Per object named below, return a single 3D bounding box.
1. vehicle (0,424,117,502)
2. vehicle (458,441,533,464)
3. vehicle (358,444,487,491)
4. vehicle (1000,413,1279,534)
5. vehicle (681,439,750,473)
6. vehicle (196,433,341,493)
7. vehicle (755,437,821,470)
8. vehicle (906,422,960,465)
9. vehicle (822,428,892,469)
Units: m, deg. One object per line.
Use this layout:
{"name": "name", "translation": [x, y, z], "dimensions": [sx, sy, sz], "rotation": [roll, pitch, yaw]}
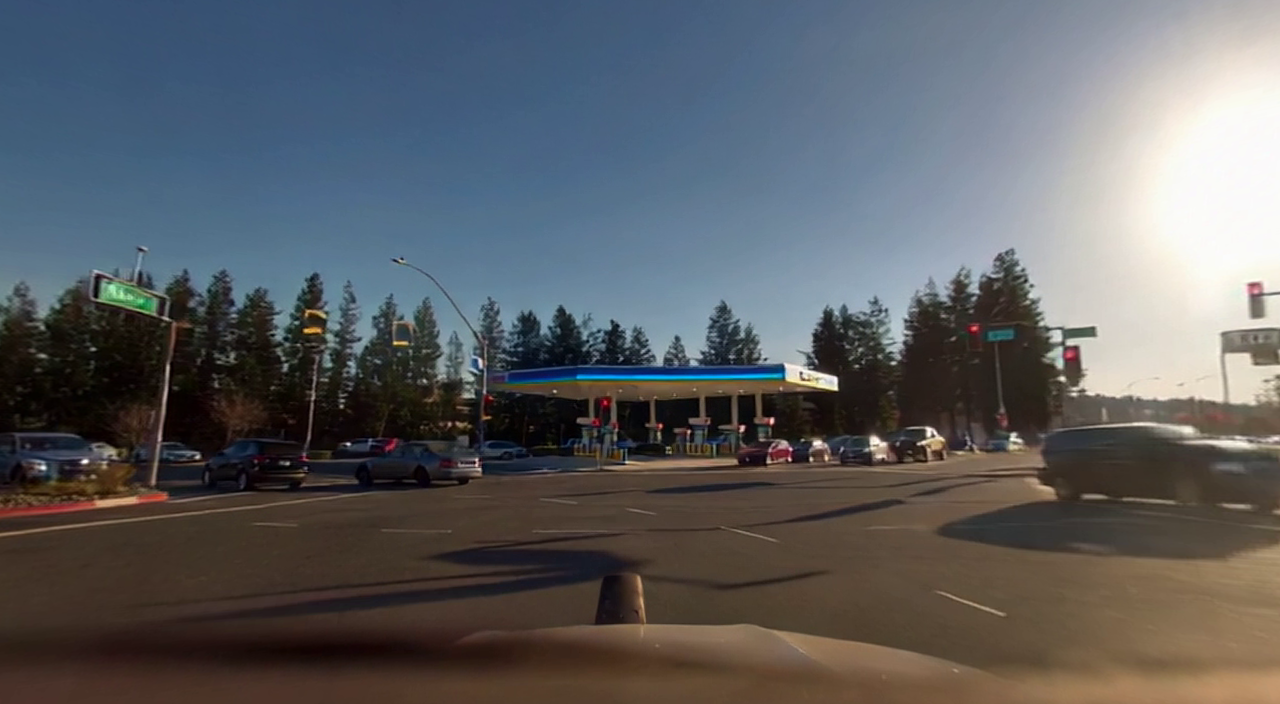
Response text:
{"name": "vehicle", "translation": [-17.234, 3.107, 17.717], "dimensions": [4.658, 1.911, 2.162], "rotation": [-6, -10, 27]}
{"name": "vehicle", "translation": [-10.671, 7.431, 46.899], "dimensions": [5.020, 1.660, 1.819], "rotation": [6, -10, -34]}
{"name": "vehicle", "translation": [-7.591, 3.938, 21.911], "dimensions": [4.581, 1.460, 1.965], "rotation": [-6, -11, 37]}
{"name": "vehicle", "translation": [8.577, 1.998, 10.961], "dimensions": [2.126, 1.626, 4.585], "rotation": [0, -8, 3]}
{"name": "vehicle", "translation": [4.144, 5.565, 33.896], "dimensions": [2.210, 1.565, 4.588], "rotation": [-7, -11, 25]}
{"name": "vehicle", "translation": [-12.224, 3.578, 20.728], "dimensions": [4.616, 1.733, 2.351], "rotation": [-6, -11, 36]}
{"name": "vehicle", "translation": [7.749, 5.242, 32.740], "dimensions": [2.210, 1.542, 4.501], "rotation": [-7, -11, 26]}
{"name": "vehicle", "translation": [16.862, 5.239, 36.238], "dimensions": [2.486, 2.240, 5.933], "rotation": [-4, -9, 26]}
{"name": "vehicle", "translation": [11.123, 4.878, 32.067], "dimensions": [2.517, 1.875, 5.774], "rotation": [-4, -9, 26]}
